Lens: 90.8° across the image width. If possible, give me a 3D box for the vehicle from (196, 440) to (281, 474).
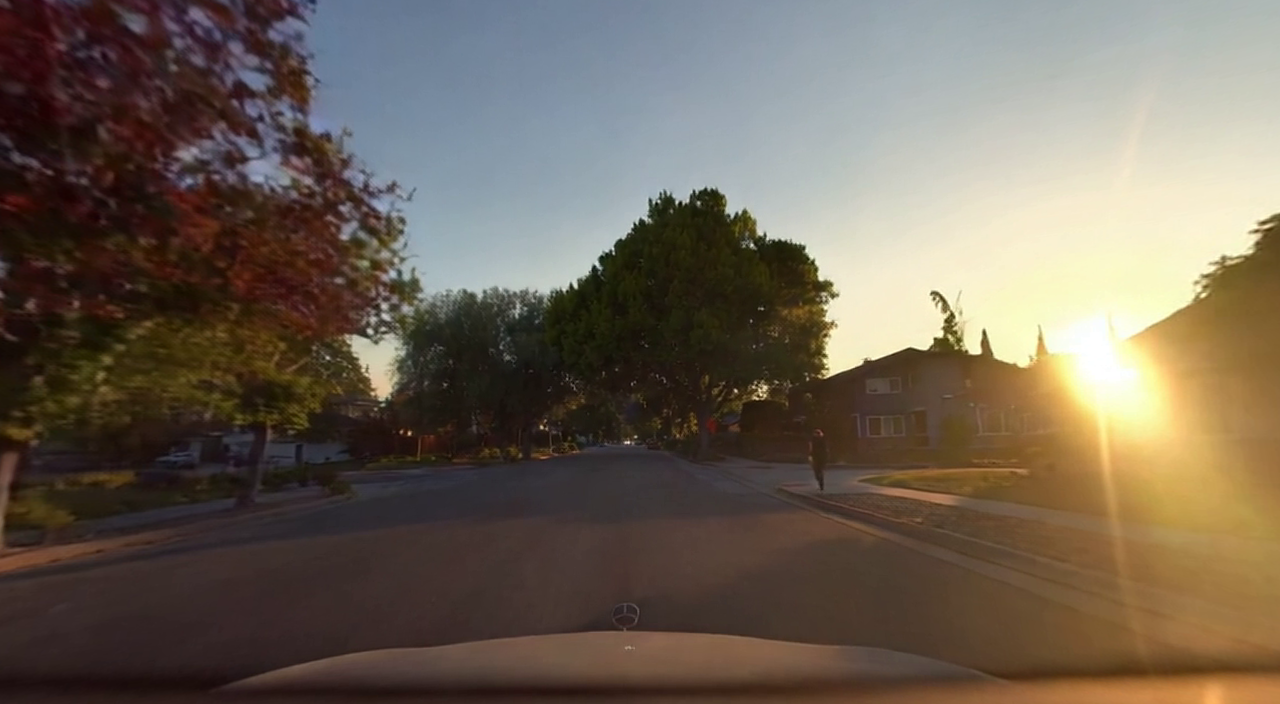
[{"bbox_3d":[-25.076,6.579,39.701,2.004,1.856,4.934,-4,-9,2],"label":"vehicle"}]
